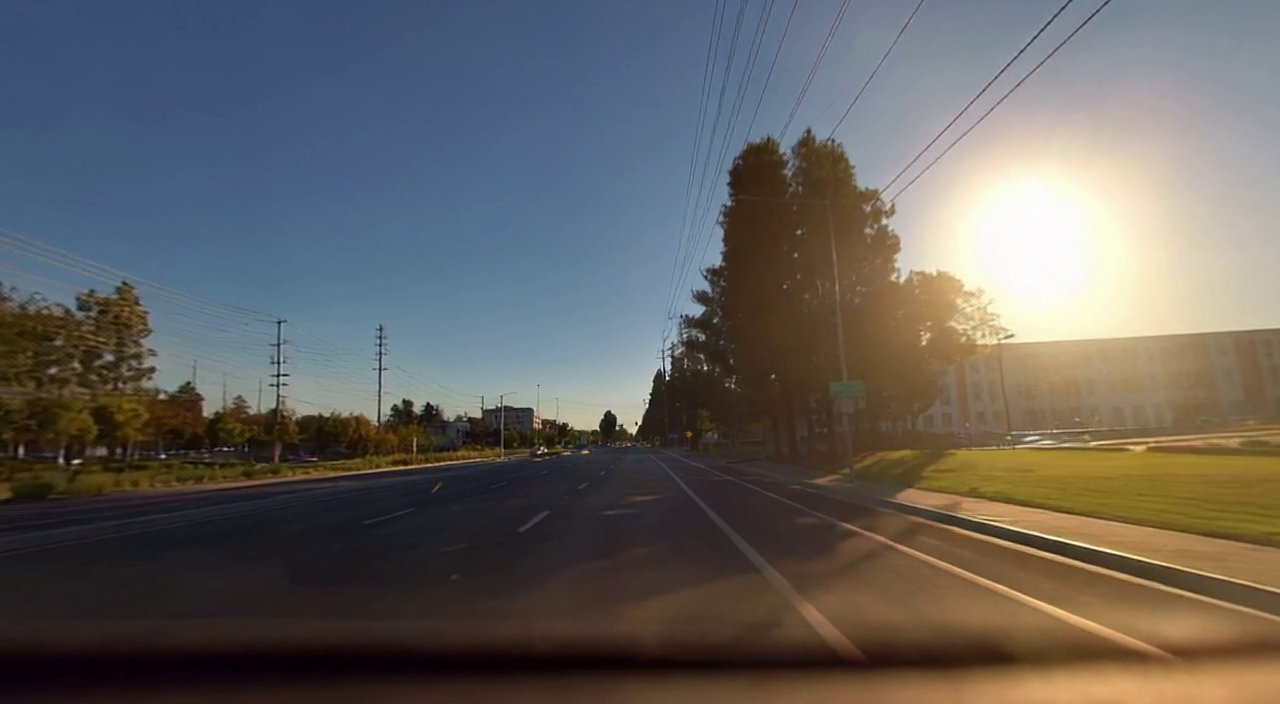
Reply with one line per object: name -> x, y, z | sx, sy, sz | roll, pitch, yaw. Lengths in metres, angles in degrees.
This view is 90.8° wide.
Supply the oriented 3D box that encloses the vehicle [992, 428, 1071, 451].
vehicle -> 25.434, 5.737, 41.283 | 1.996, 1.442, 4.785 | 0, -8, -2
